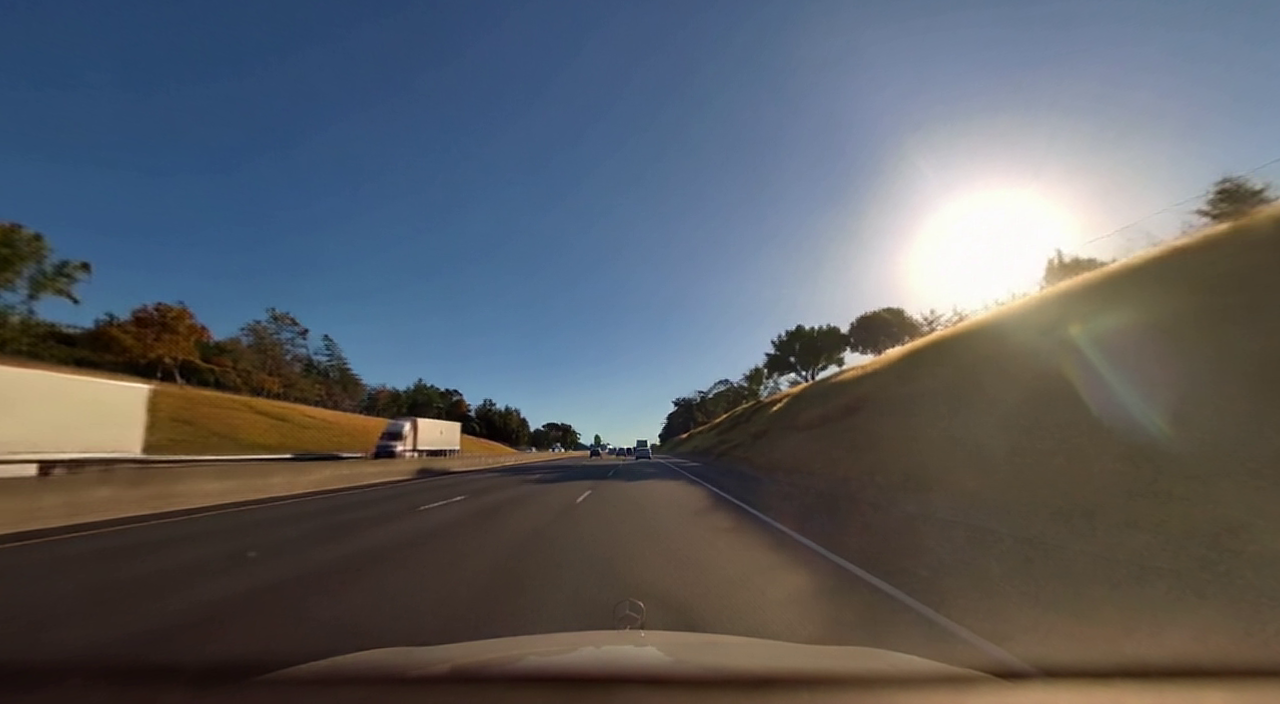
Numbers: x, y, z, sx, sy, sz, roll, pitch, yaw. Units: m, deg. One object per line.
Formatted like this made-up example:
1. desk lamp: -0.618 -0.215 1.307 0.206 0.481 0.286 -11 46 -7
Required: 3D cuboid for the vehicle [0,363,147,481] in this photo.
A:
1. vehicle: -22.919 2.139 19.819 2.900 3.886 14.872 0 -9 0
